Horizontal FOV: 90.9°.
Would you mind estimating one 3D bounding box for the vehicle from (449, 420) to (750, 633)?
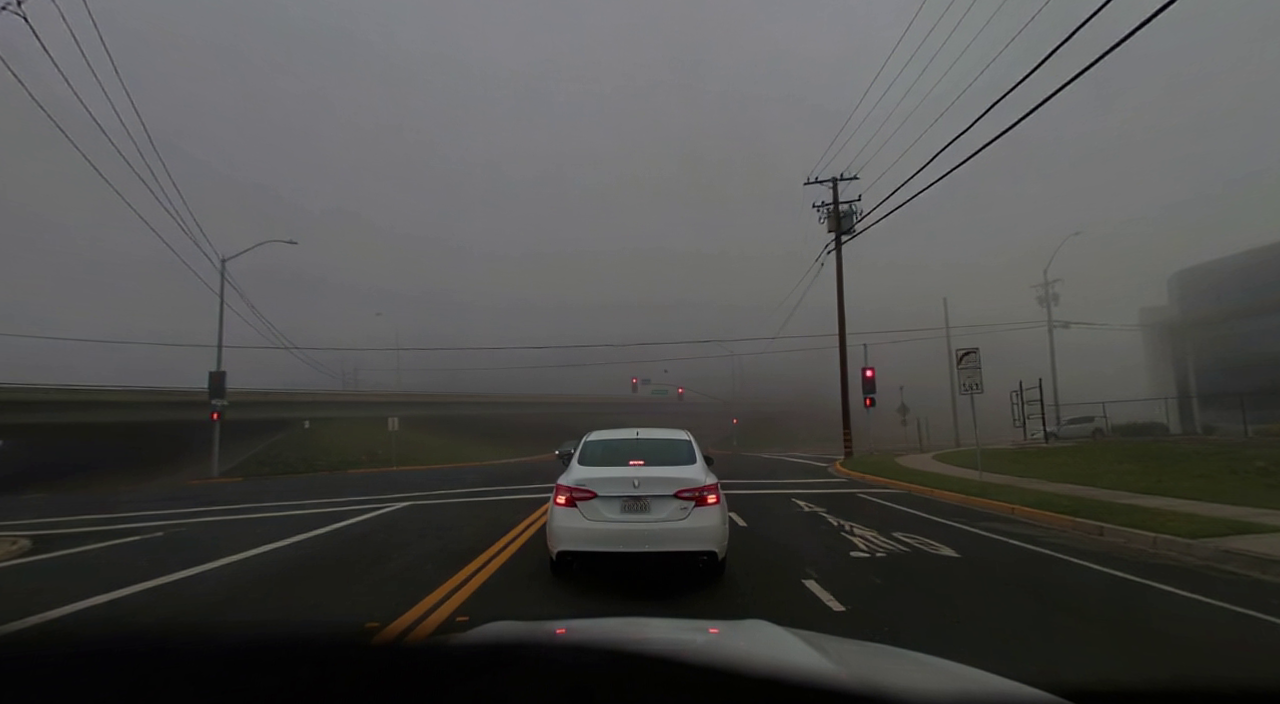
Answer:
[{"bbox_3d":[-0.248,1.525,6.462,2.090,1.458,4.033,-1,-9,1],"label":"vehicle"}]
